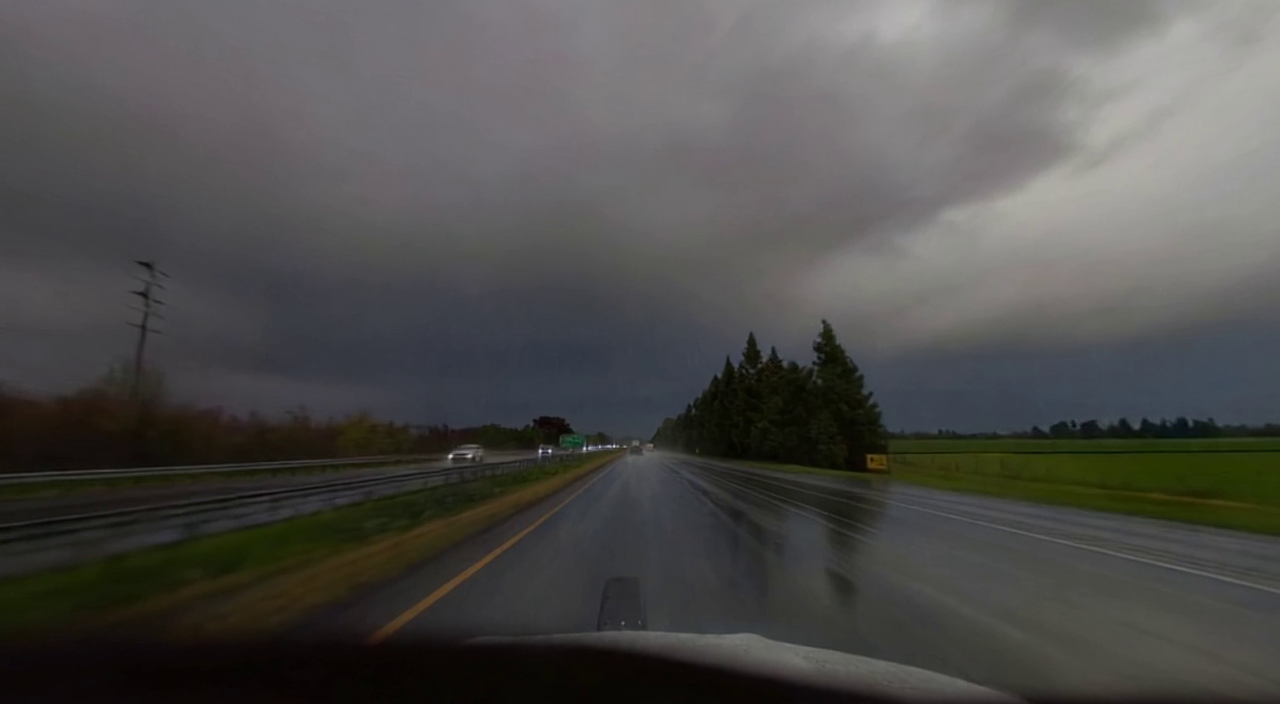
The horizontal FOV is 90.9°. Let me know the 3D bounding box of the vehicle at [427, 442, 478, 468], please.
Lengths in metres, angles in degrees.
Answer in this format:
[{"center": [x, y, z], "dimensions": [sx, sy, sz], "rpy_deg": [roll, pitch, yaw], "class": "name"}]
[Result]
[{"center": [-12.581, 6.964, 42.581], "dimensions": [2.025, 1.628, 4.464], "rpy_deg": [0, -9, 0], "class": "vehicle"}]
